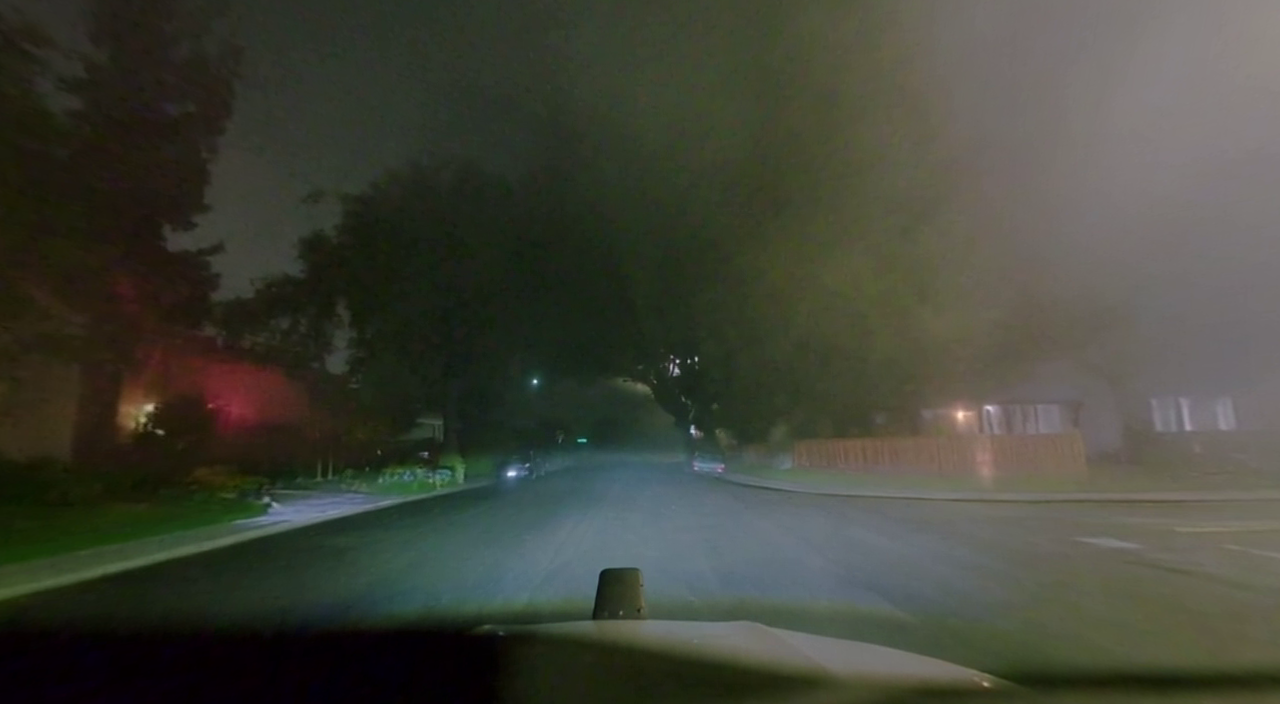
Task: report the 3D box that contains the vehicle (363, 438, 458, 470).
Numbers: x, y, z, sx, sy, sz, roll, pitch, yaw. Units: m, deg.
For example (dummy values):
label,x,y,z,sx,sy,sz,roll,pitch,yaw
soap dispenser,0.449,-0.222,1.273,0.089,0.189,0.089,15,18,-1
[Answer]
label,x,y,z,sx,sy,sz,roll,pitch,yaw
vehicle,-13.781,6.185,38.042,5.019,1.867,2.006,1,-9,-8

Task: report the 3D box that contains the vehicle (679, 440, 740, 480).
label,x,y,z,sx,sy,sz,roll,pitch,yaw
vehicle,3.178,5.032,29.527,2.140,1.749,4.369,1,-9,-3

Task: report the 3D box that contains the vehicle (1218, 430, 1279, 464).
label,x,y,z,sx,sy,sz,roll,pitch,yaw
vehicle,30.005,4.452,29.469,1.700,1.556,3.732,3,-9,-18

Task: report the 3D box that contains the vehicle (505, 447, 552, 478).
label,x,y,z,sx,sy,sz,roll,pitch,yaw
vehicle,-5.948,5.925,34.023,1.947,1.557,3.900,0,-8,-2
